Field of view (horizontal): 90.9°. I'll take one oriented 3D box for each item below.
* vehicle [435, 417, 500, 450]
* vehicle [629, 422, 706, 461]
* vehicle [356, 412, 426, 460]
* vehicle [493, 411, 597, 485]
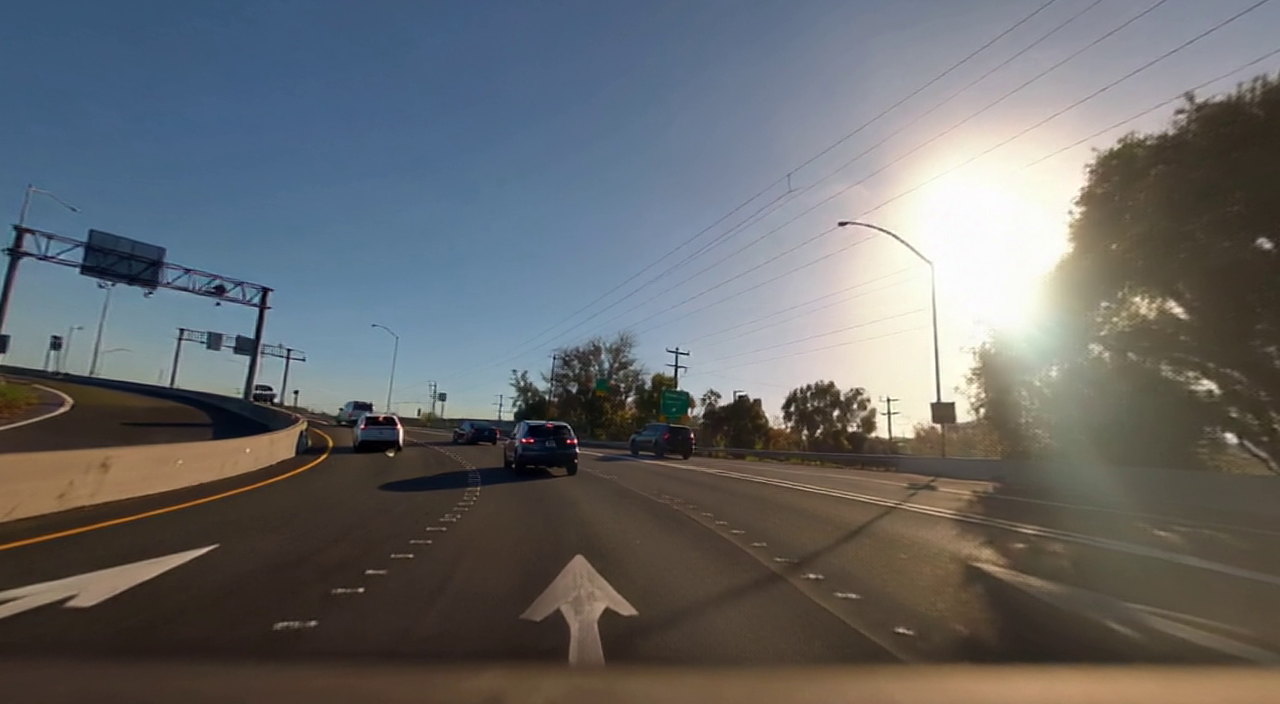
[{"bbox_3d":[-8.272,3.927,30.012,1.832,1.473,4.364,5,-10,-31],"label":"vehicle"},{"bbox_3d":[1.286,4.572,32.044,2.079,1.807,4.682,3,-9,-22],"label":"vehicle"},{"bbox_3d":[-8.877,3.011,22.342,2.033,1.501,4.623,4,-9,-23],"label":"vehicle"},{"bbox_3d":[-2.718,2.604,17.176,2.140,1.724,4.304,3,-9,-17],"label":"vehicle"}]
